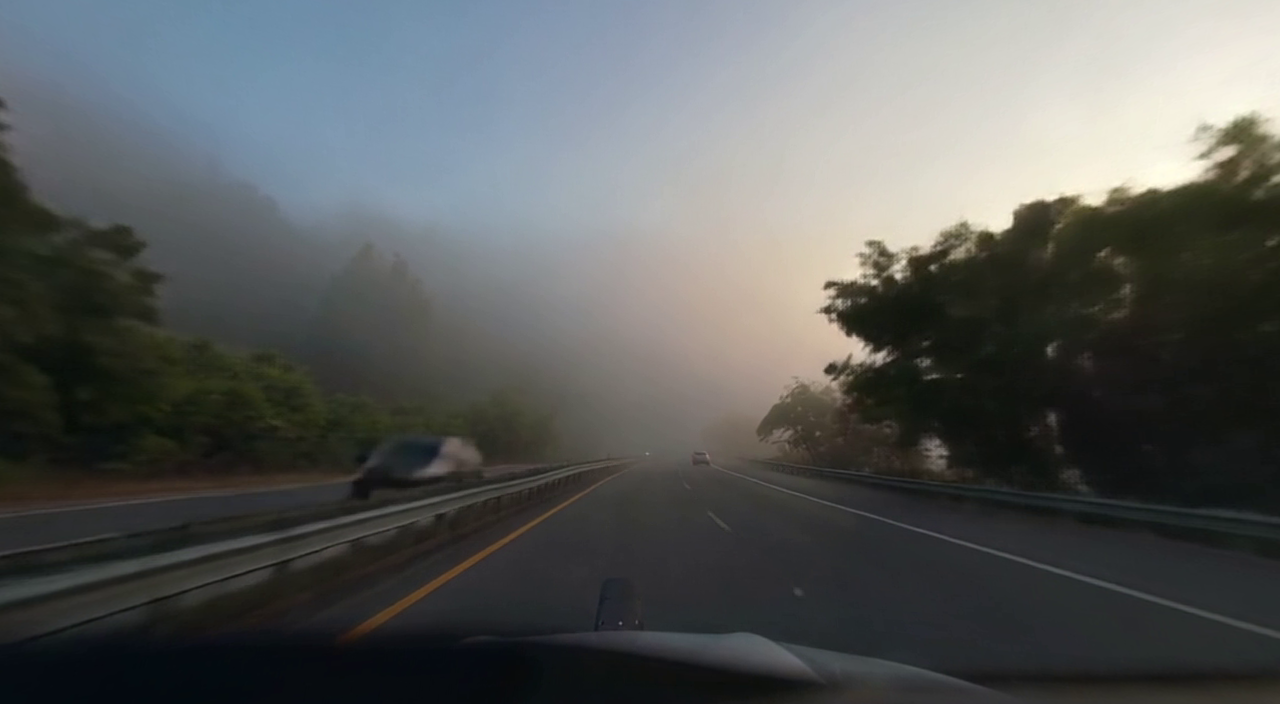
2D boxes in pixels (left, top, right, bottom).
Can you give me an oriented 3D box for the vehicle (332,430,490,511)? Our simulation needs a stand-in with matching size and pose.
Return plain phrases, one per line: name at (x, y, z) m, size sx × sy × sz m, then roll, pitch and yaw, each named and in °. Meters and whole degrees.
vehicle at (-5.683, 2.995, 16.538) m, size 2.220 × 1.780 × 4.870 m, roll 0°, pitch -8°, yaw 1°
